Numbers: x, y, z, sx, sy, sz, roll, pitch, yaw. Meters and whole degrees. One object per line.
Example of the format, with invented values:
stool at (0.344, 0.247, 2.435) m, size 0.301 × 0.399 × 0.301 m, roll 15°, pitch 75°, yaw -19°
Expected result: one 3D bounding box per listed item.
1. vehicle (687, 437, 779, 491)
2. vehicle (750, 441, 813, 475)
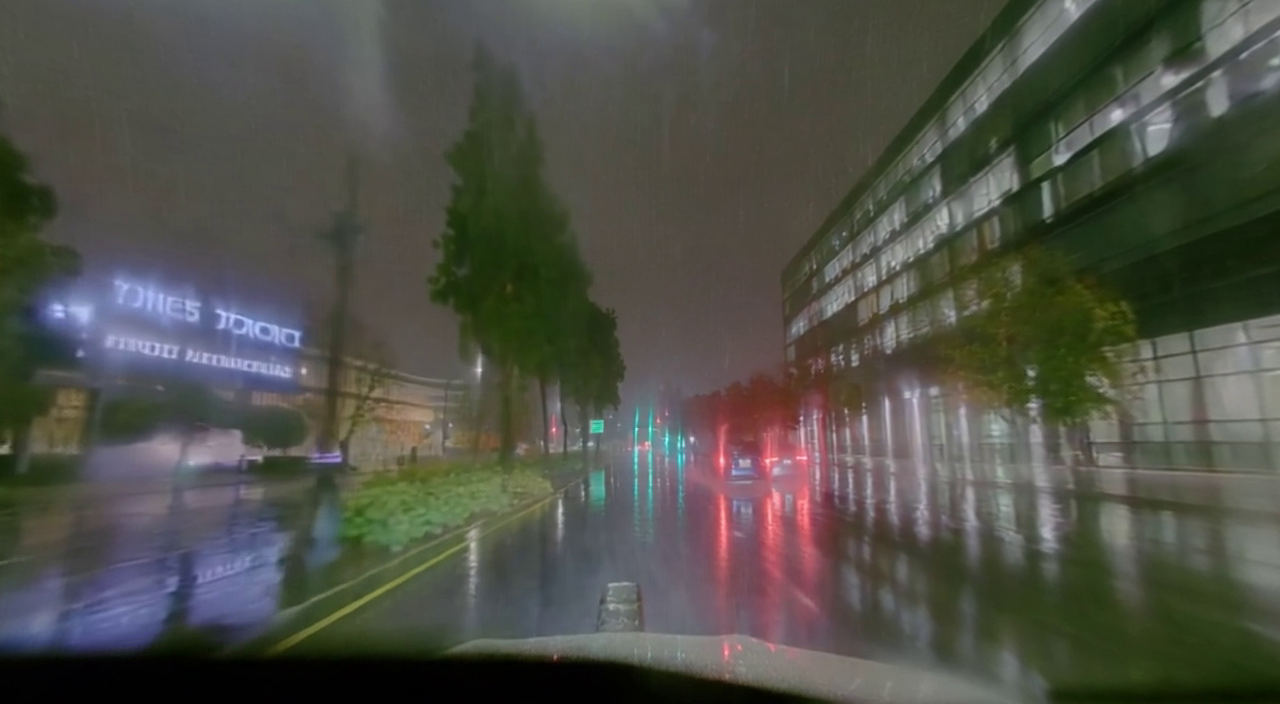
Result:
vehicle at (2.746, 3.458, 19.833) m, size 2.131 × 1.491 × 4.496 m, roll 0°, pitch -9°, yaw -1°
vehicle at (6.363, 4.826, 28.979) m, size 1.912 × 1.411 × 4.380 m, roll 0°, pitch -9°, yaw 0°
